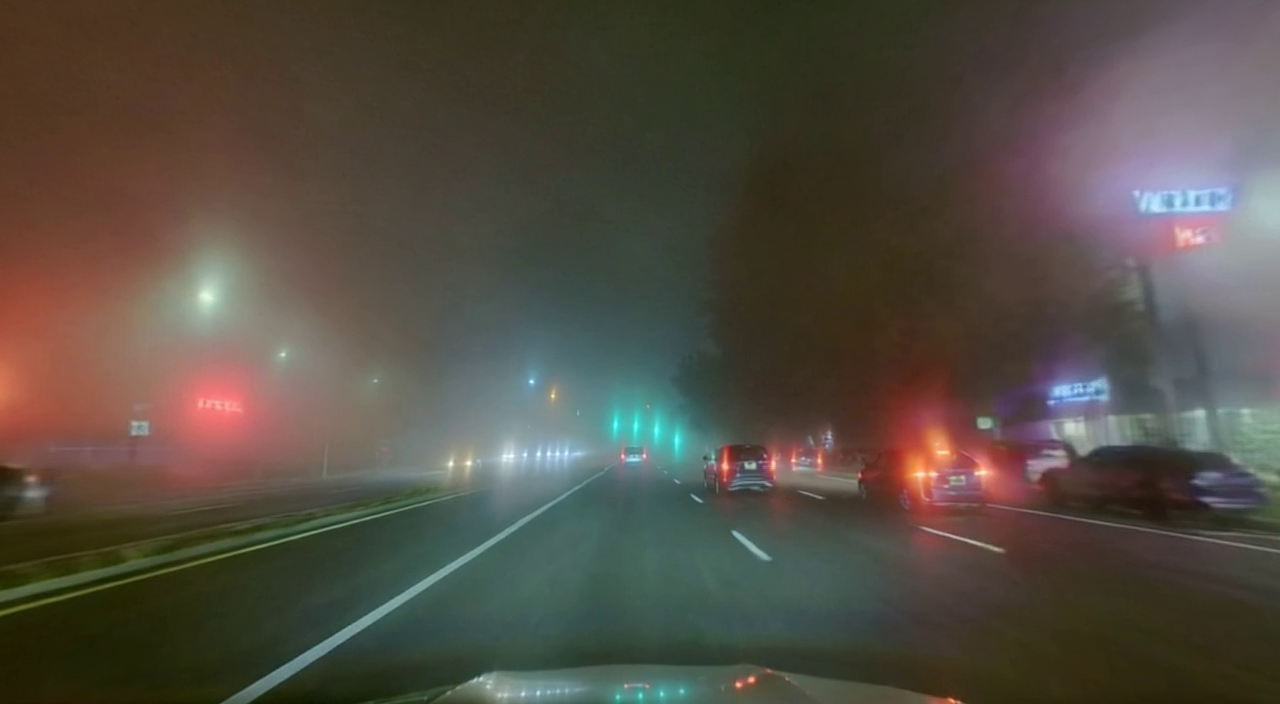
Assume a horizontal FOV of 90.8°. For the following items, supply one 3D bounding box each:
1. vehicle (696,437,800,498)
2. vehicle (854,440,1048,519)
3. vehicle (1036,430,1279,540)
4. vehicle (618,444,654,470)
[{"bbox_3d":[2.974,3.297,18.502,2.072,1.545,4.578,0,-8,-2],"label":"vehicle"},{"bbox_3d":[6.634,2.740,14.186,1.952,1.449,4.544,0,-8,-1],"label":"vehicle"},{"bbox_3d":[10.505,2.479,12.524,2.057,1.748,4.673,0,-8,-3],"label":"vehicle"},{"bbox_3d":[-0.249,6.303,38.304,2.052,1.461,4.324,0,-8,0],"label":"vehicle"}]
